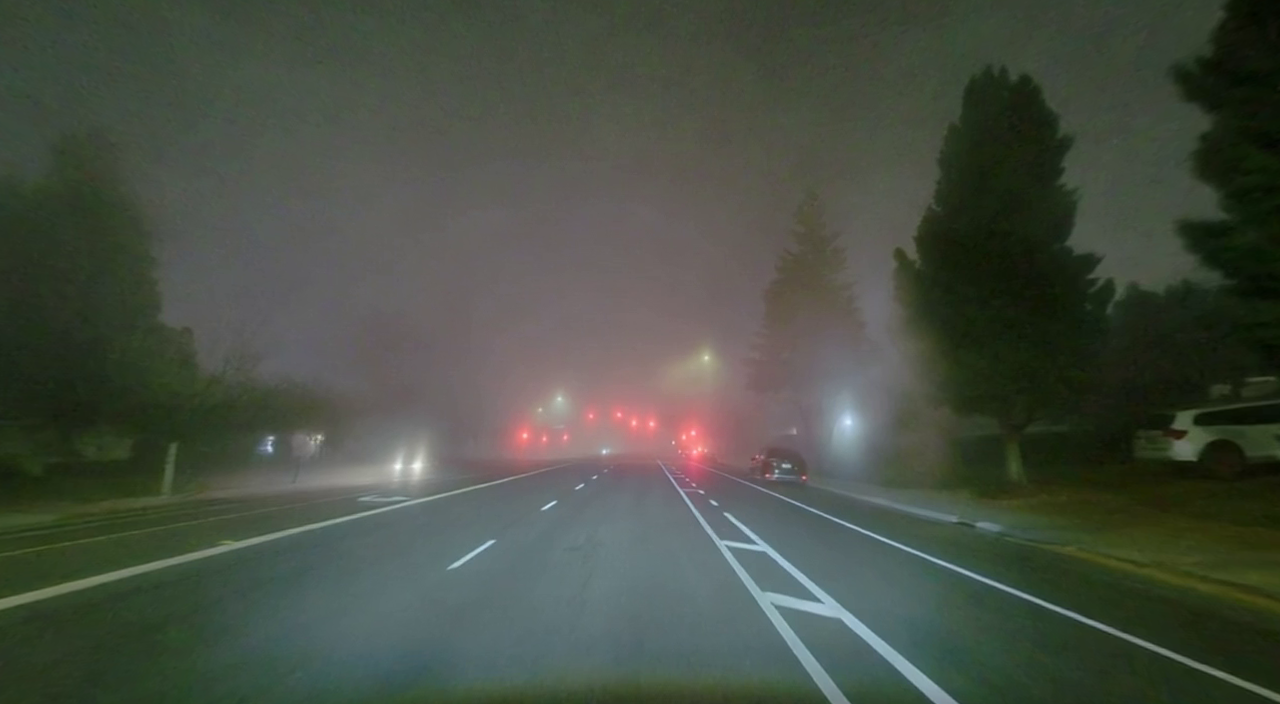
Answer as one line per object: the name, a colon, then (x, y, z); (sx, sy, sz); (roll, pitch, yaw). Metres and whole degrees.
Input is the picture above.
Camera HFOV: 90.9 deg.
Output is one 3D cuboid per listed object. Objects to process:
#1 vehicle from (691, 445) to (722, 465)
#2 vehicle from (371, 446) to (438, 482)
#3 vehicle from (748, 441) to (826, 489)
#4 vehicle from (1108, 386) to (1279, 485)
vehicle: (5.167, 8.048, 49.511); (1.881, 1.435, 4.525); (0, -8, -1)
vehicle: (-12.006, 5.710, 32.473); (2.000, 1.523, 4.226); (-1, -6, -2)
vehicle: (5.074, 3.929, 22.249); (1.803, 1.517, 3.738); (0, -8, -1)
vehicle: (13.288, 1.634, 13.253); (4.712, 1.775, 2.502); (-5, -8, 4)
